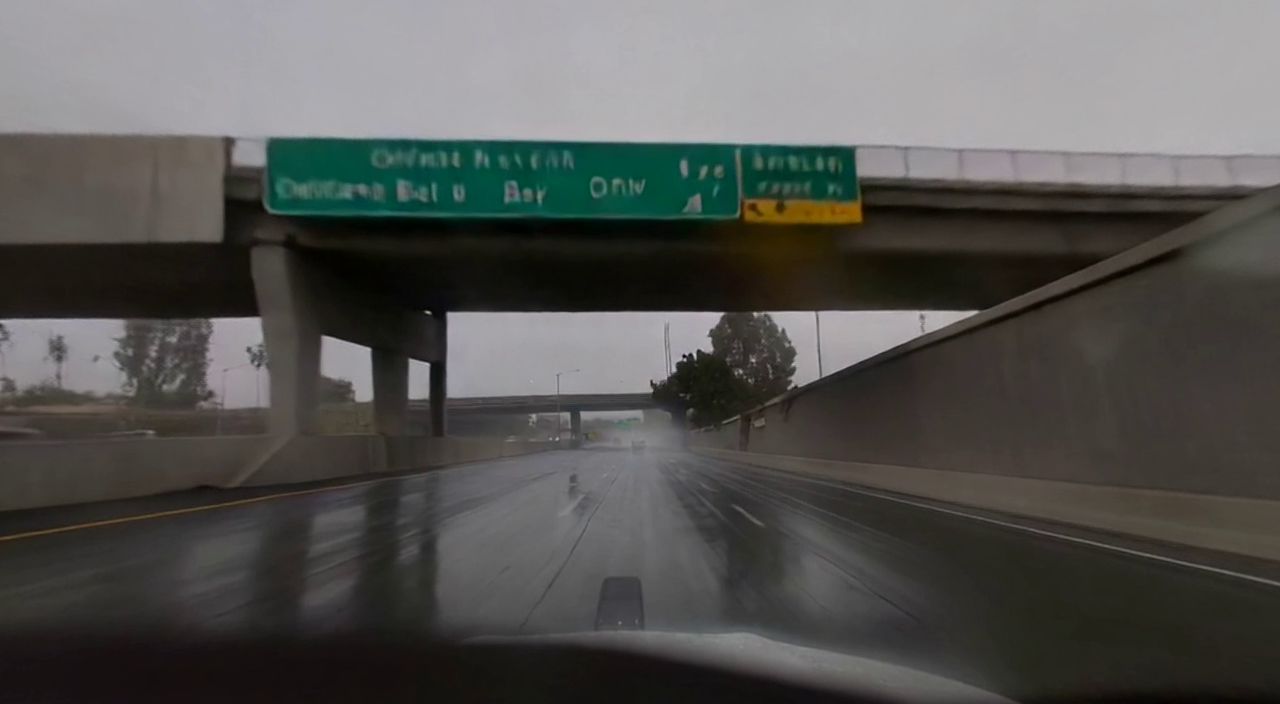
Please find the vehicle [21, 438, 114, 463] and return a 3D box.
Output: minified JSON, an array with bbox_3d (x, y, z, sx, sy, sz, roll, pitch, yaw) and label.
[{"bbox_3d":[-39.675,6.848,43.699,4.217,1.611,1.993,1,-9,-11],"label":"vehicle"}]
